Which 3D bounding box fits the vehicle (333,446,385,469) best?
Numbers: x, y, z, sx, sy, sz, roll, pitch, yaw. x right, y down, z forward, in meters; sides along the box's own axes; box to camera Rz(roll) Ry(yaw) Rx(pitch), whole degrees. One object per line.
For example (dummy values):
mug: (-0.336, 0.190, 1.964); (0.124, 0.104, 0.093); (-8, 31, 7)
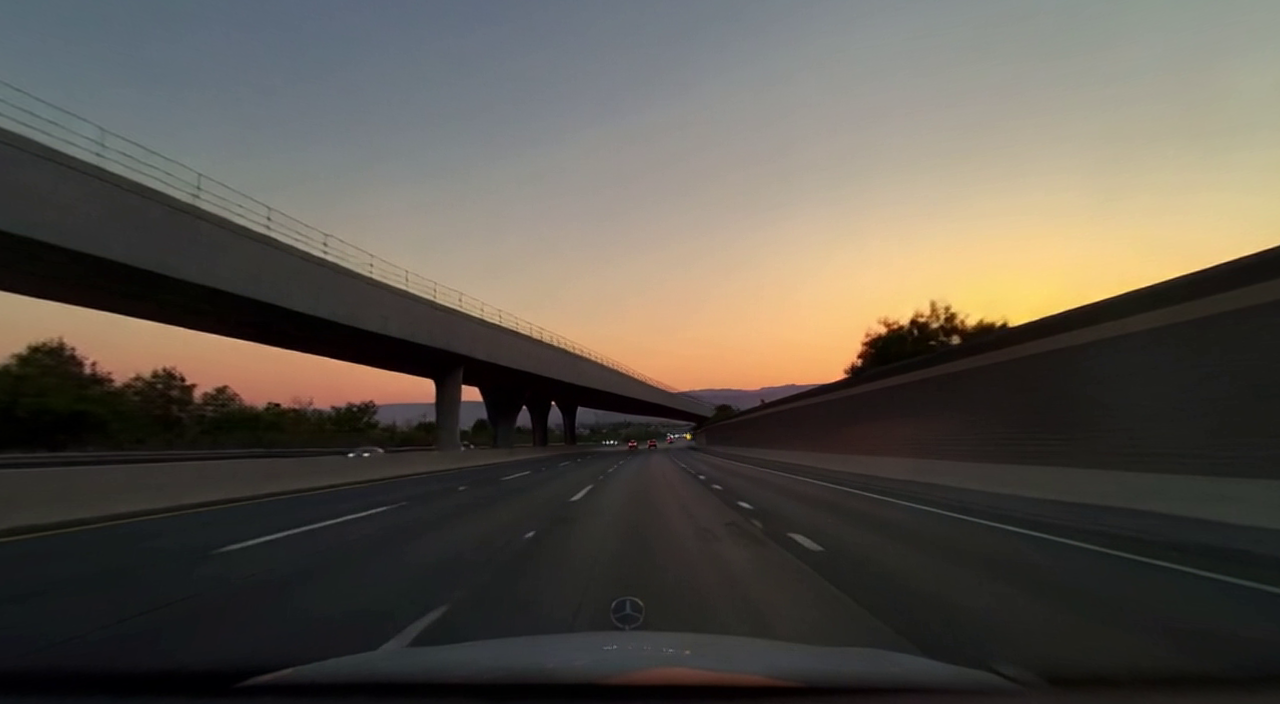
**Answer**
vehicle: (-19.224, 7.221, 43.152); (1.759, 1.472, 3.823); (0, -8, 1)
